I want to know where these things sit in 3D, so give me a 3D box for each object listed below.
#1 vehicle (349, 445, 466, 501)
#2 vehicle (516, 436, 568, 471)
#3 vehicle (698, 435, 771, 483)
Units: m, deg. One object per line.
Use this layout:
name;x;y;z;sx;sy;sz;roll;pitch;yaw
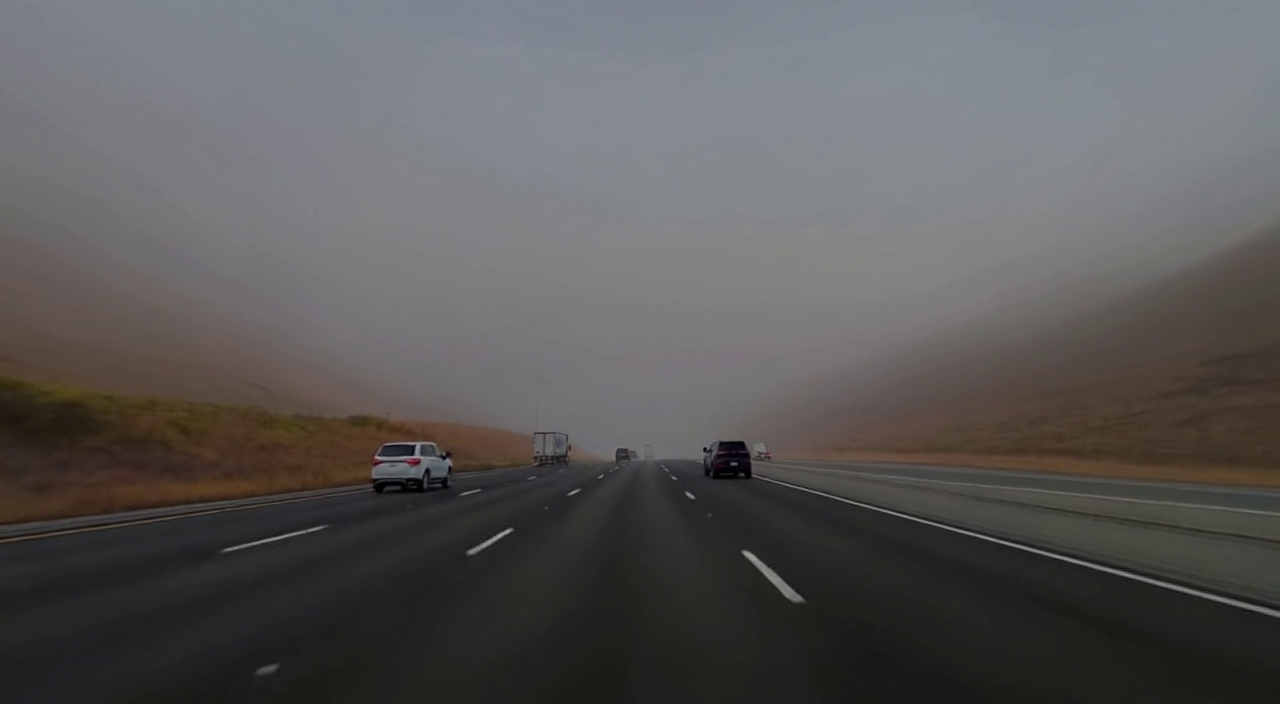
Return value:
vehicle;-7.239;3.791;20.234;1.935;1.550;4.883;0;-9;0
vehicle;-7.555;7.999;49.537;2.937;2.509;7.090;0;-9;0
vehicle;3.770;4.396;26.106;2.231;1.789;4.700;0;-9;-1
